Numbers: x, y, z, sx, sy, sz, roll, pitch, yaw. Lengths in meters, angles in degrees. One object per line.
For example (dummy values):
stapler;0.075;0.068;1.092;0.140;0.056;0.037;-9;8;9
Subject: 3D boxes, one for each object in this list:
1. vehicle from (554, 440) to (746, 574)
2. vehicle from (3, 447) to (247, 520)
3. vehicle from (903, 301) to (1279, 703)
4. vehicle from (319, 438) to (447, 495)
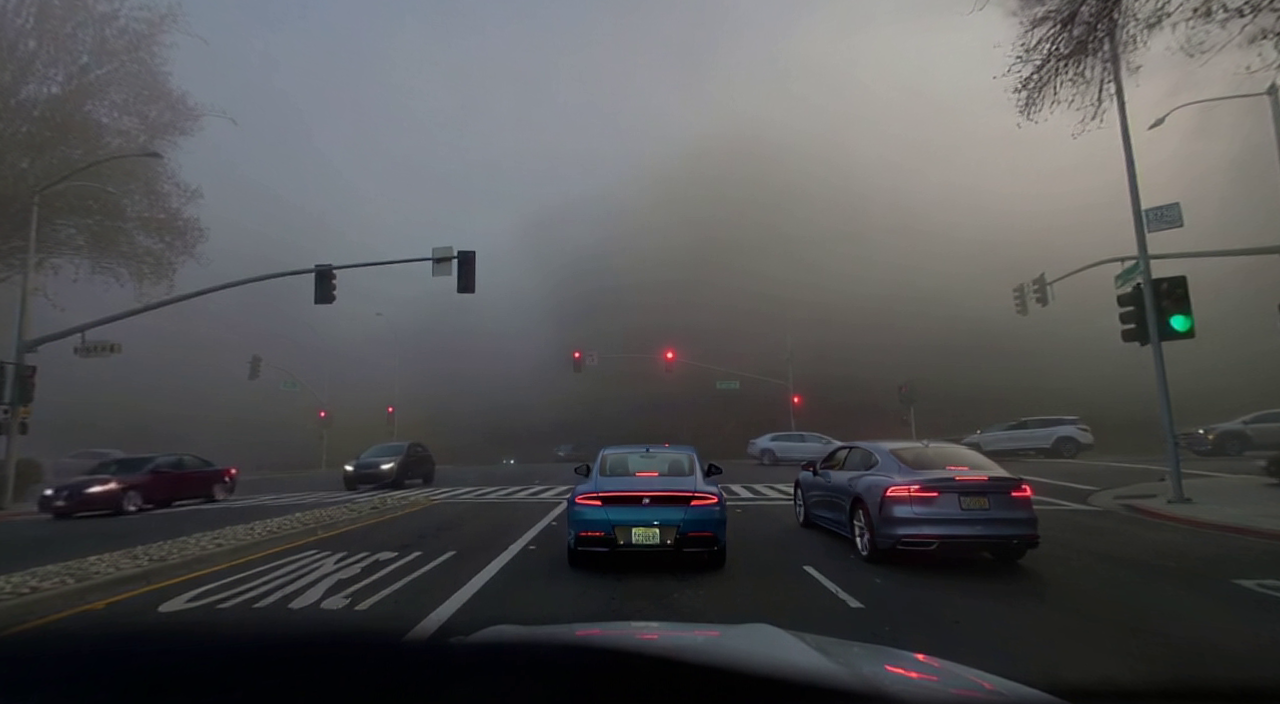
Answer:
vehicle;0.121;1.869;8.395;1.945;1.343;3.827;0;-8;1
vehicle;-11.974;3.039;15.194;2.053;1.436;4.494;0;-8;0
vehicle;3.108;0.803;2.532;2.143;1.759;4.531;0;-8;0
vehicle;-8.288;3.714;20.921;2.091;1.651;4.870;0;-8;1
